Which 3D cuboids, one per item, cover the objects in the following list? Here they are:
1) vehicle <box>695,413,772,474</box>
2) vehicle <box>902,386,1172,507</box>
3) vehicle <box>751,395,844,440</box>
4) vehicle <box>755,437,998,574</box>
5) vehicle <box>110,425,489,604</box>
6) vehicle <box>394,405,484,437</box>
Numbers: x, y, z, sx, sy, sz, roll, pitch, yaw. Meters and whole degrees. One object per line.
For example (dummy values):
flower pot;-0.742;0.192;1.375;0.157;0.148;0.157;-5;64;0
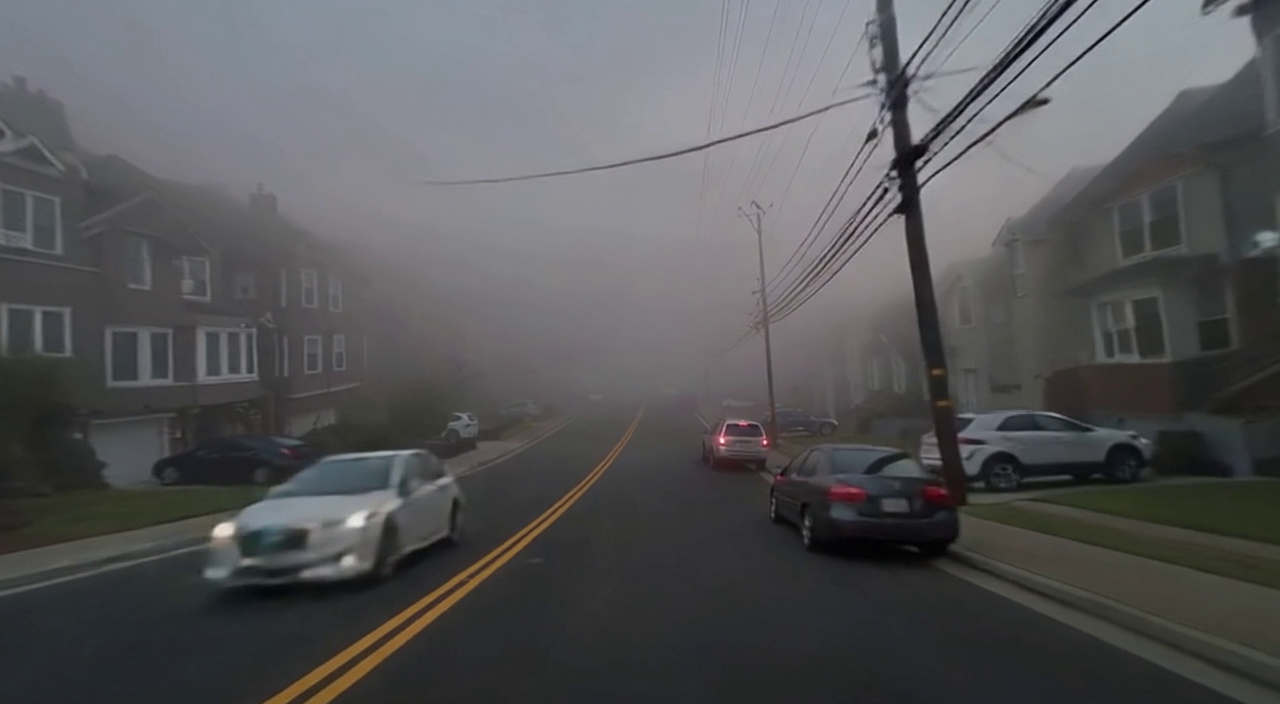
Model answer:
vehicle;3.449;3.401;24.176;2.211;1.860;4.813;0;-3;0
vehicle;8.295;2.007;13.511;4.286;2.044;1.913;-5;-8;0
vehicle;8.923;3.783;36.011;4.622;1.826;2.065;-8;-9;1
vehicle;3.052;2.051;9.328;2.063;1.503;4.415;0;-9;3
vehicle;-3.531;1.751;7.800;2.096;1.542;4.481;0;-8;1
vehicle;-11.679;4.067;36.760;4.525;1.797;2.024;-1;-9;5
